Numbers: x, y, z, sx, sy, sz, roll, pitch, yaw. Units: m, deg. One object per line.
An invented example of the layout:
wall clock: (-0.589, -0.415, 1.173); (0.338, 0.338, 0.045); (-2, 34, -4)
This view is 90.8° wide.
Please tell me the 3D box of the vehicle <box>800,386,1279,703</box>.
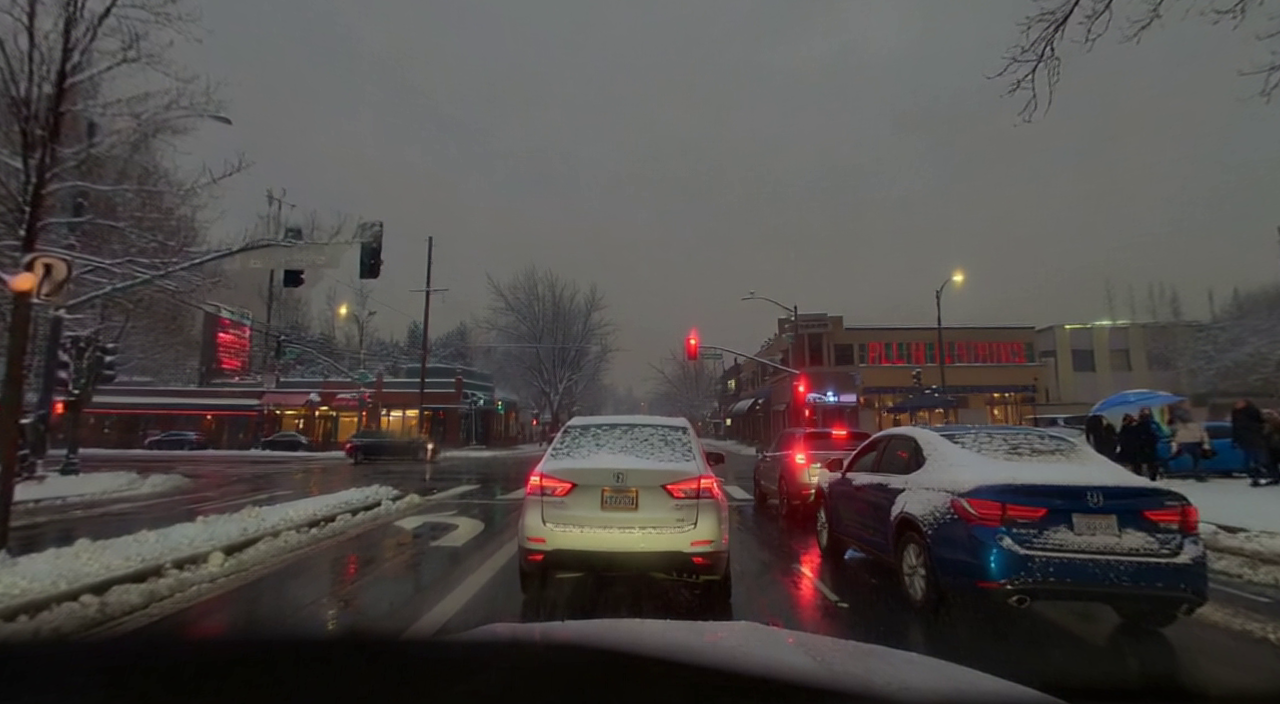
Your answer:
vehicle: (3.032, 1.331, 5.582); (1.983, 1.654, 4.354); (0, -8, -2)

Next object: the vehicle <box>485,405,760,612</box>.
vehicle: (-0.139, 1.560, 7.318); (2.123, 1.589, 4.702); (0, -8, 0)

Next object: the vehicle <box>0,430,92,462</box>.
vehicle: (-32.091, 5.076, 34.129); (4.164, 1.652, 2.087); (-4, -9, 25)

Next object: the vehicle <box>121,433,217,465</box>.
vehicle: (-25.300, 5.216, 33.971); (4.253, 1.570, 2.132); (-4, -9, 22)
